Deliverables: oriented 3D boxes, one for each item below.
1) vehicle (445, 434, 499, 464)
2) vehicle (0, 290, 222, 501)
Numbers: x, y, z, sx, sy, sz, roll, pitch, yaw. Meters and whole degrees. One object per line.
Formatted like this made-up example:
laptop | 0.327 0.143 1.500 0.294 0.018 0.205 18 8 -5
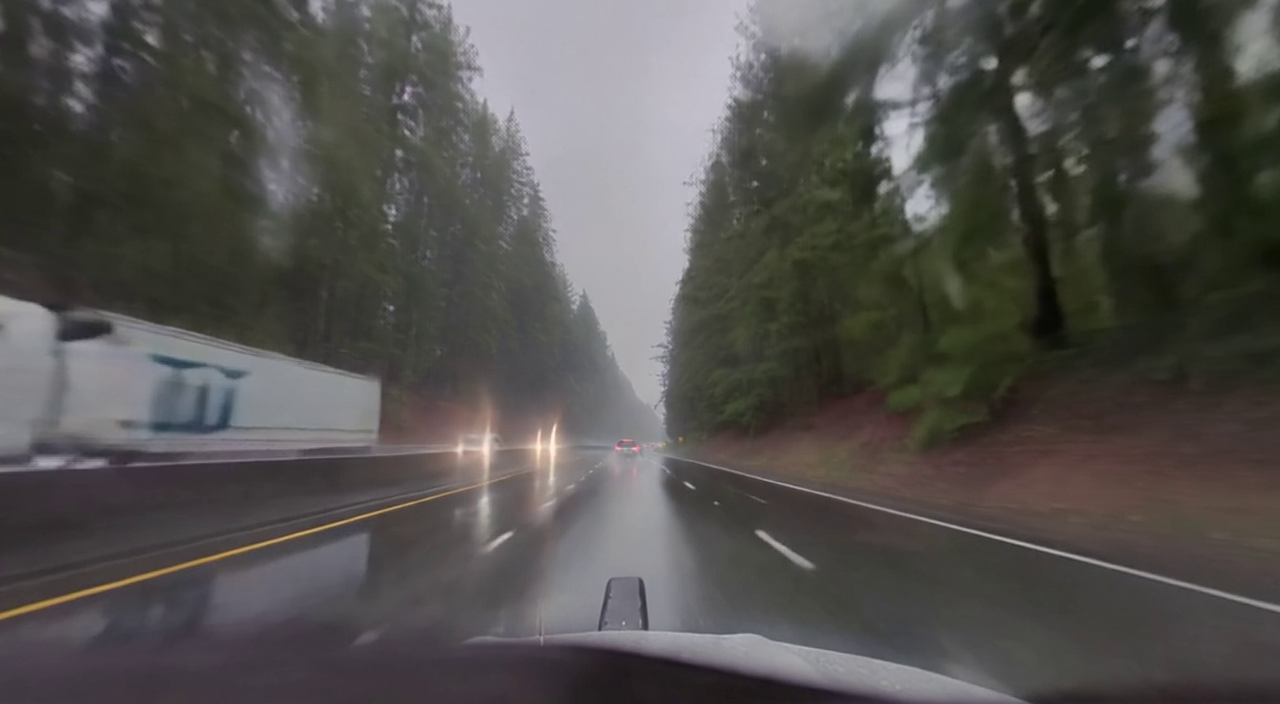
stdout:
vehicle | -9.852 5.760 37.377 2.017 1.646 4.601 0 -8 -1
vehicle | -13.731 1.118 13.992 3.016 3.981 8.399 0 -8 0
